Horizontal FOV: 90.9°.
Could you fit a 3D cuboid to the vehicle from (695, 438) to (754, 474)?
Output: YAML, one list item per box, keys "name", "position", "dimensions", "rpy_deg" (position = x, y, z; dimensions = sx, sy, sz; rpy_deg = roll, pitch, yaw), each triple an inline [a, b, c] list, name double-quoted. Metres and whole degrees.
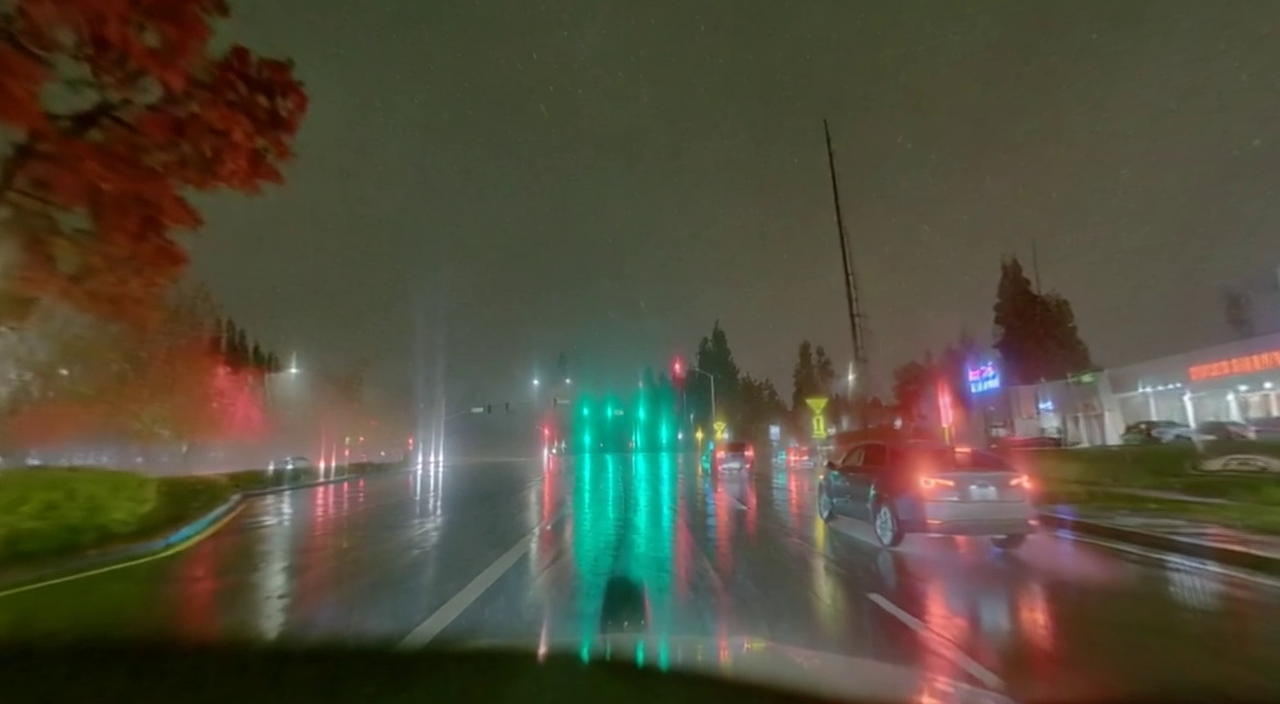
- name: "vehicle"
  position: [3.769, 4.724, 28.952]
  dimensions: [1.939, 1.474, 4.716]
  rpy_deg: [0, -8, -1]

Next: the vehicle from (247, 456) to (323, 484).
- name: "vehicle"
  position: [-22.024, 7.313, 39.346]
  dimensions: [1.906, 1.547, 4.956]
  rpy_deg: [0, -8, -1]

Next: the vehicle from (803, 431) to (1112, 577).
- name: "vehicle"
  position: [3.743, 1.836, 8.488]
  dimensions: [1.872, 1.431, 4.270]
  rpy_deg: [0, -8, -1]

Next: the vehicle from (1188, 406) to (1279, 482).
- name: "vehicle"
  position: [14.891, 2.215, 15.185]
  dimensions: [2.165, 1.591, 4.471]
  rpy_deg: [-8, -12, 43]
